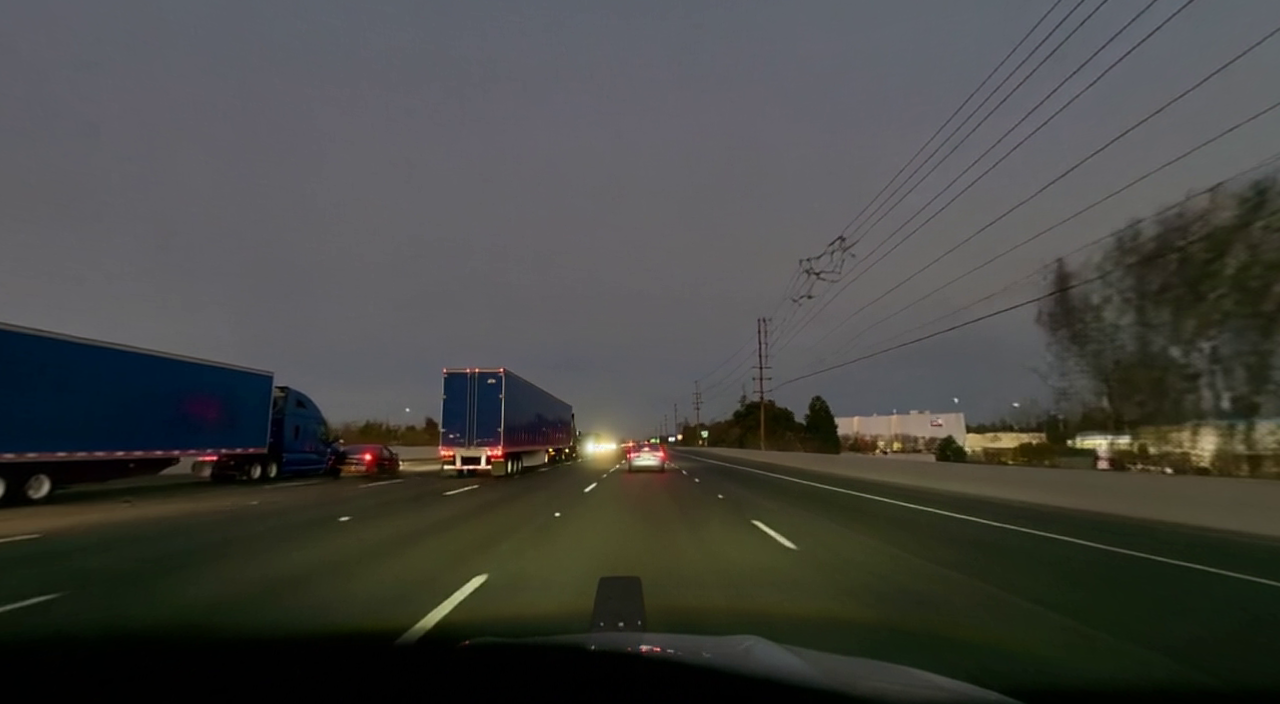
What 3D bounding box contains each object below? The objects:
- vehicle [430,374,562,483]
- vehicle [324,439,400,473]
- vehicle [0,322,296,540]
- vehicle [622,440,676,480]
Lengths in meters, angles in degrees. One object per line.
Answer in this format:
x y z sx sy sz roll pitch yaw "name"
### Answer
-6.311 3.986 31.276 2.907 4.081 15.311 0 -8 0 "vehicle"
-14.644 5.500 33.564 1.938 1.679 4.469 0 -9 1 "vehicle"
-10.688 1.556 11.870 2.896 3.140 9.491 0 -8 1 "vehicle"
0.348 4.491 26.541 2.055 1.514 4.323 0 -8 0 "vehicle"
